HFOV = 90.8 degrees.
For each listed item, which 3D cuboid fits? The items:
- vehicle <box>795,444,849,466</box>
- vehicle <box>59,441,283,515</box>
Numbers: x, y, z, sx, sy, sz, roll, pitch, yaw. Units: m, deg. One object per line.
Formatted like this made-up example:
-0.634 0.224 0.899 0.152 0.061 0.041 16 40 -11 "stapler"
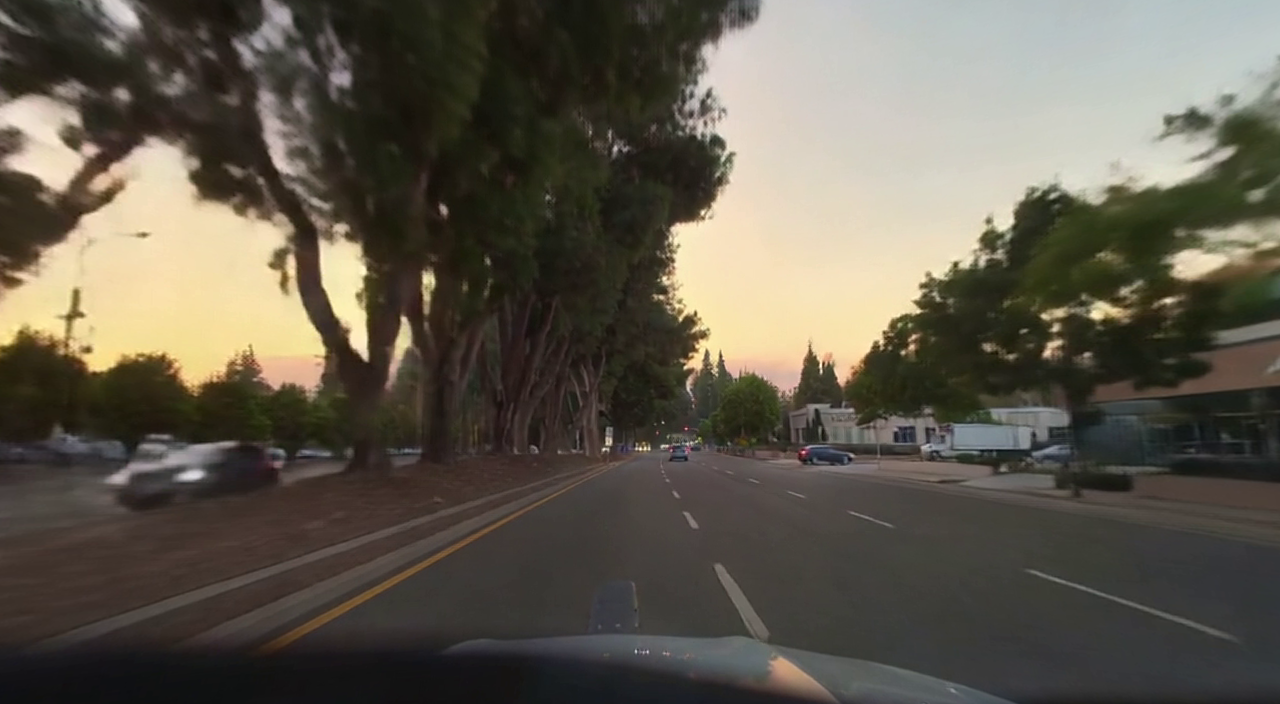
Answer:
14.213 7.971 49.176 4.319 1.624 1.988 7 -11 -41 "vehicle"
-10.590 2.835 14.812 1.930 1.449 4.361 0 -8 -1 "vehicle"
